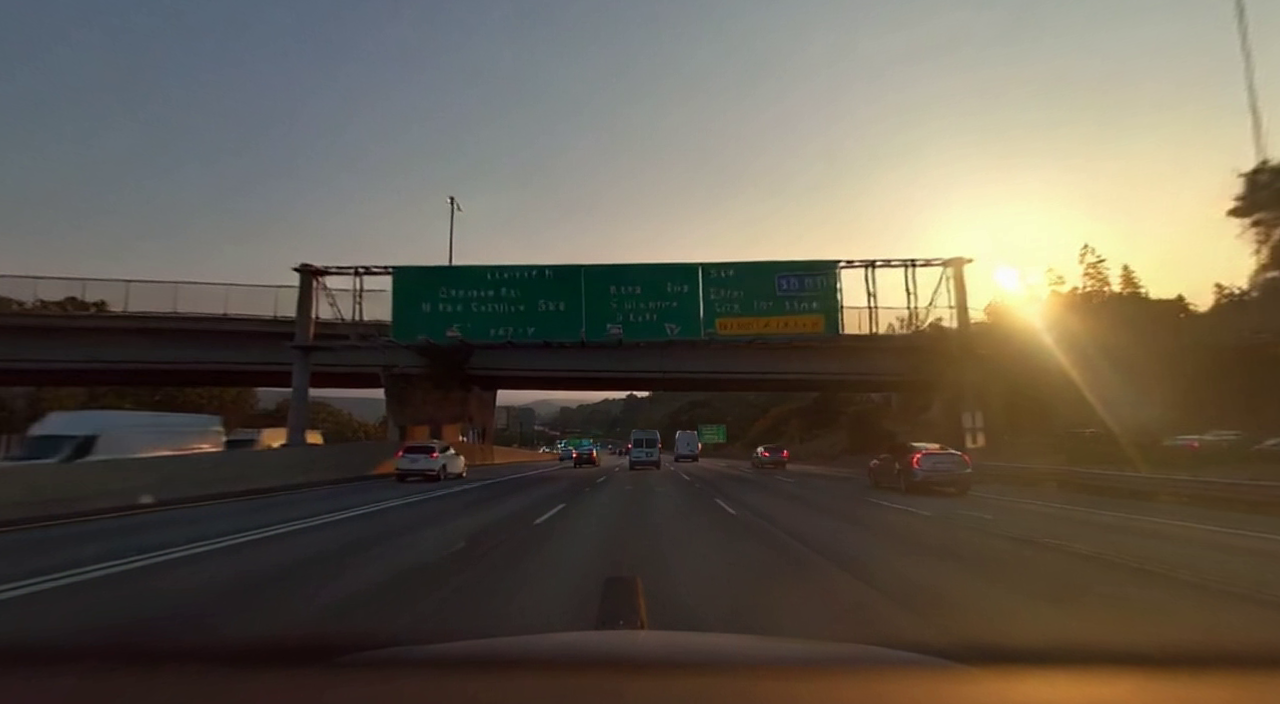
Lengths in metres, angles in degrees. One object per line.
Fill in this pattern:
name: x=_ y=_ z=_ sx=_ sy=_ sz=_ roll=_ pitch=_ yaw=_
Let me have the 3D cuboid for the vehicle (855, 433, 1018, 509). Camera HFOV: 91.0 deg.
vehicle: x=7.463 y=3.025 z=16.480 sx=2.146 sy=1.678 sz=4.489 roll=0 pitch=-9 yaw=1

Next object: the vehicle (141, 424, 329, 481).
vehicle: x=-26.150 y=6.657 z=42.366 sx=2.847 sy=3.131 sz=14.554 roll=0 pitch=-8 yaw=1

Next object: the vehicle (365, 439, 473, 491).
vehicle: x=-7.636 y=3.930 z=22.290 sx=2.108 sy=1.619 sz=4.548 roll=0 pitch=-9 yaw=1

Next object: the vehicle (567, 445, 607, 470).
vehicle: x=-3.484 y=7.085 z=42.523 sx=2.173 sy=1.542 sz=4.781 roll=0 pitch=-9 yaw=2

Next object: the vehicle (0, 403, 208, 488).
vehicle: x=-26.318 y=4.680 z=31.594 sx=3.029 sy=3.643 sz=8.425 roll=0 pitch=-9 yaw=1

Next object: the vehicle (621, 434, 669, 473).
vehicle: x=0.278 y=5.732 z=35.691 sx=2.509 sy=2.062 sz=4.639 roll=0 pitch=-9 yaw=0

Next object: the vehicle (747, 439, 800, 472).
vehicle: x=8.027 y=6.279 z=38.377 sx=2.147 sy=1.808 sz=5.243 roll=0 pitch=-9 yaw=0
